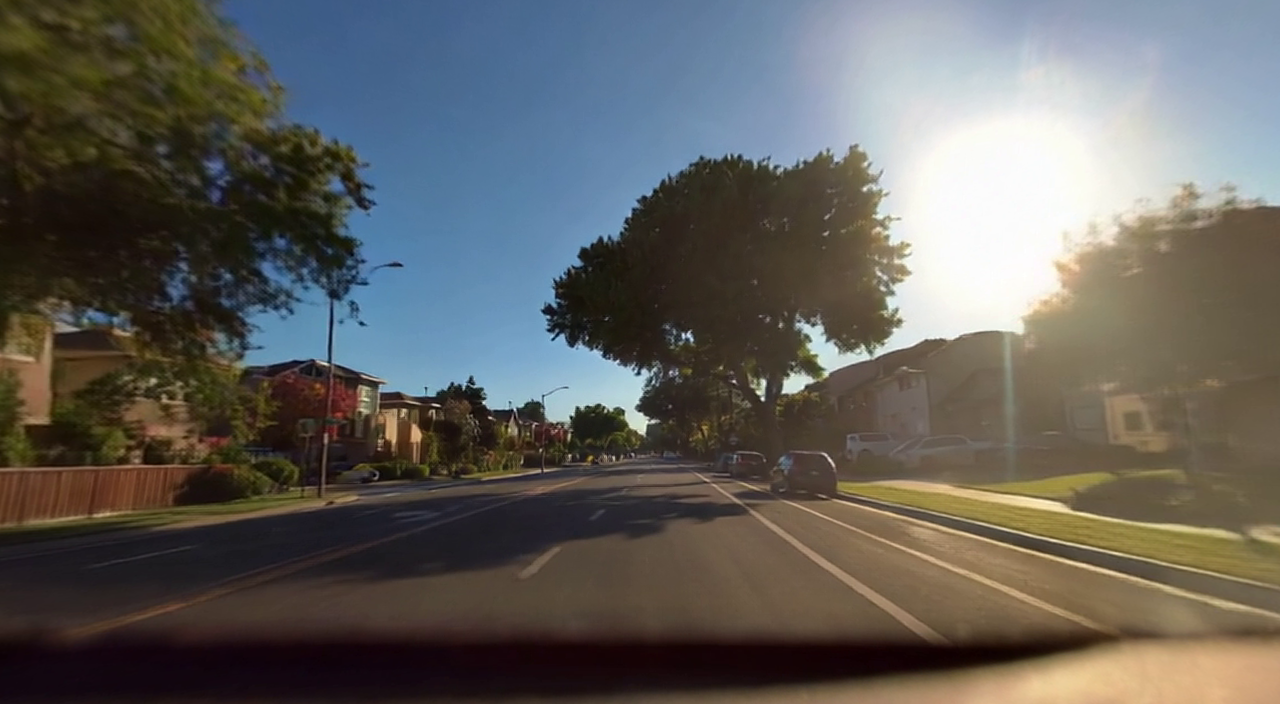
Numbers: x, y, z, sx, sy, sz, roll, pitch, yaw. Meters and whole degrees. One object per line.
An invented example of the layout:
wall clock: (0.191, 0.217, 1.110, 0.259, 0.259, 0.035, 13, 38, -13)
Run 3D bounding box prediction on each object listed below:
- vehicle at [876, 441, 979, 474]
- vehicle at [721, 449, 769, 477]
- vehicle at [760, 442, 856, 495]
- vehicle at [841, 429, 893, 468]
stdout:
vehicle: (14.172, 5.203, 31.330, 4.132, 1.535, 1.923, -1, -8, 3)
vehicle: (6.102, 6.466, 37.103, 1.938, 1.464, 4.390, -1, -8, -2)
vehicle: (5.541, 3.941, 21.581, 1.971, 1.558, 4.895, 0, -10, 0)
vehicle: (13.883, 5.840, 38.359, 2.330, 2.123, 6.314, -4, -9, 25)
